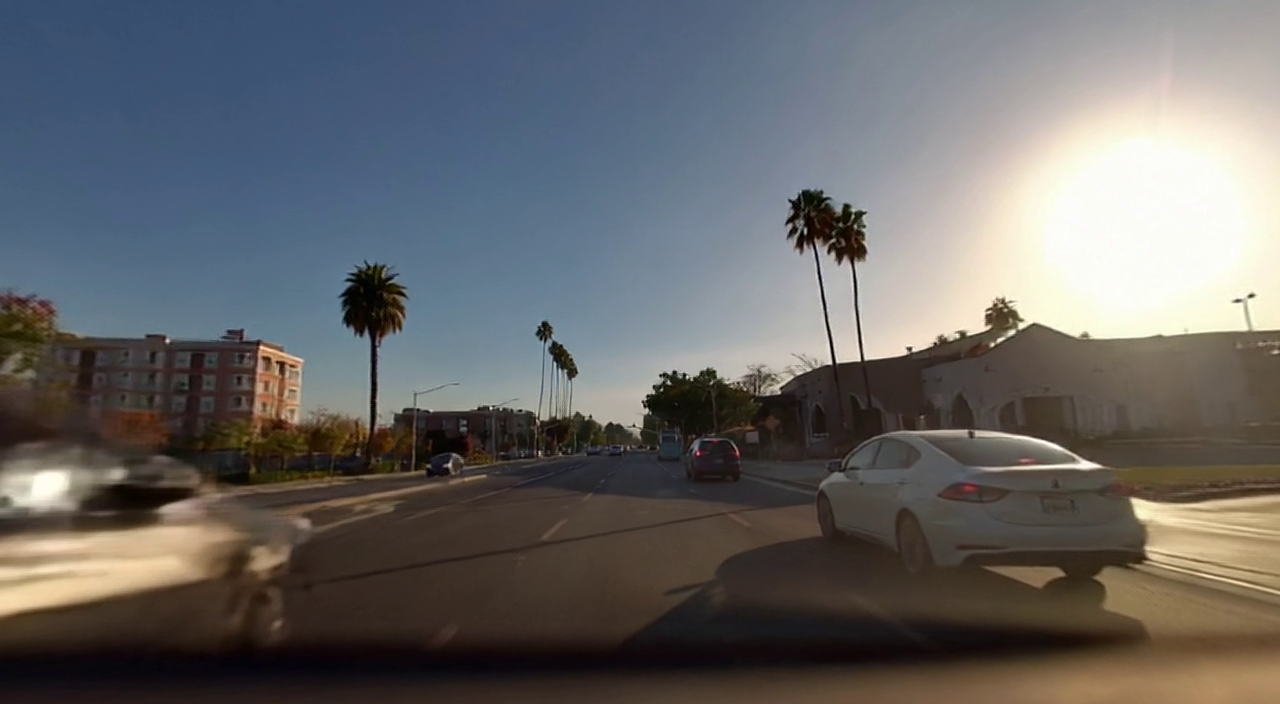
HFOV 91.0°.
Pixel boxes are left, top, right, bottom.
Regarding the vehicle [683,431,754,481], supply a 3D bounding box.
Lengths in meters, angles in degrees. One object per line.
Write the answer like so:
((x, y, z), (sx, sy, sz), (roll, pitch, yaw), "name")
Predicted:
((3.234, 4.421, 26.929), (2.244, 1.901, 4.561), (0, -9, -2), "vehicle")

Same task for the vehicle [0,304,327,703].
((-3.178, 0.691, 1.924), (2.084, 1.735, 4.528), (0, -9, 0), "vehicle")

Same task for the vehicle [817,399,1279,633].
((3.594, 1.509, 6.725), (2.084, 1.682, 4.148), (0, -9, -2), "vehicle")

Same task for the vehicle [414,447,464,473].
((-14.934, 8.034, 47.092), (2.101, 1.832, 4.893), (0, -9, 0), "vehicle")
